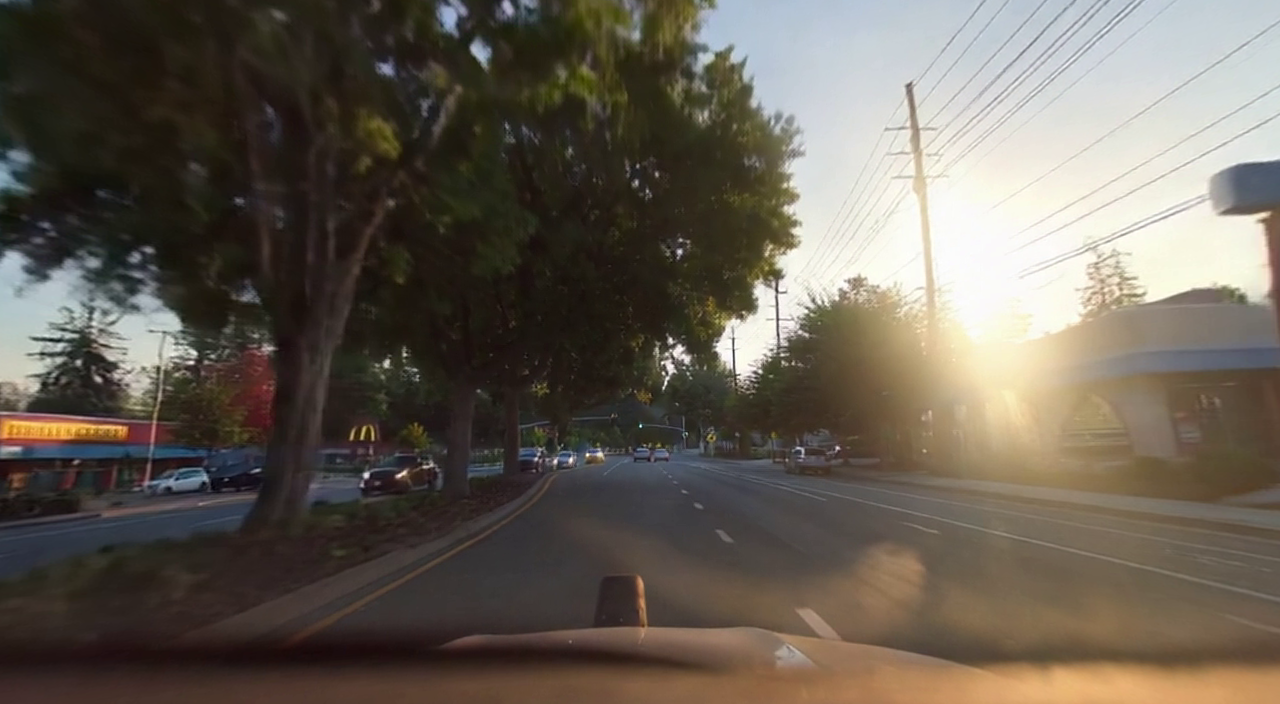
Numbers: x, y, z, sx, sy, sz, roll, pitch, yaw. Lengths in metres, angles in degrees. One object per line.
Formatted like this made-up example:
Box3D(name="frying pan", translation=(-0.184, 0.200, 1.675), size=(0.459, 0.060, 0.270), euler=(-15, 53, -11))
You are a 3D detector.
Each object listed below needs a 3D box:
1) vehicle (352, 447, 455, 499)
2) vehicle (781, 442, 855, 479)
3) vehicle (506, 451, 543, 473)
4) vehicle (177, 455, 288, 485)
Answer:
Box3D(name="vehicle", translation=(-8.558, 4.382, 23.355), size=(2.113, 1.703, 4.459), euler=(0, -8, 0))
Box3D(name="vehicle", translation=(9.371, 5.713, 33.789), size=(2.358, 1.785, 5.404), euler=(0, -8, 0))
Box3D(name="vehicle", translation=(-8.514, 8.147, 46.900), size=(1.888, 1.454, 4.420), euler=(0, -8, 1))
Box3D(name="vehicle", translation=(-28.436, 8.237, 44.273), size=(6.009, 1.888, 2.416), euler=(0, -8, -2))
